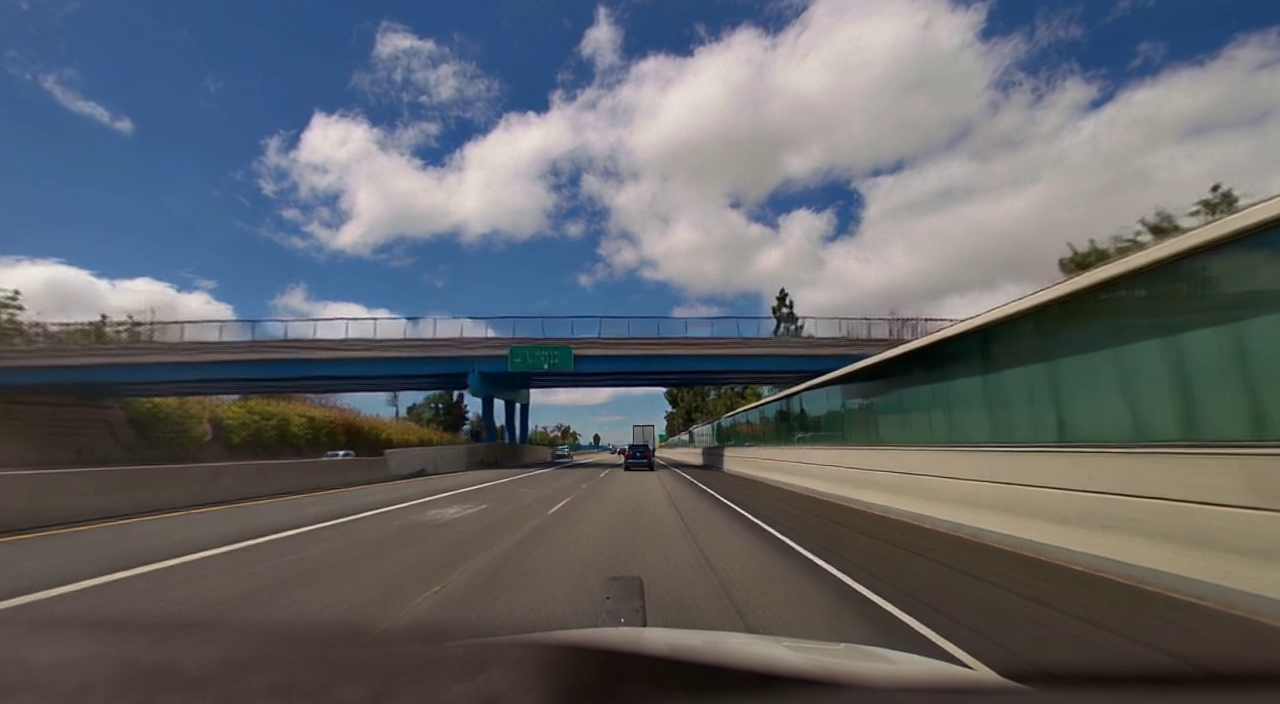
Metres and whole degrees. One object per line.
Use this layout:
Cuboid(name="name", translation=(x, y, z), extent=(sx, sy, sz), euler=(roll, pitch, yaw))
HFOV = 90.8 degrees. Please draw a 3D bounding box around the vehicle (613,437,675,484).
Cuboid(name="vehicle", translation=(0.146, 4.392, 25.851), extent=(2.299, 1.716, 4.579), euler=(0, -9, 0))
